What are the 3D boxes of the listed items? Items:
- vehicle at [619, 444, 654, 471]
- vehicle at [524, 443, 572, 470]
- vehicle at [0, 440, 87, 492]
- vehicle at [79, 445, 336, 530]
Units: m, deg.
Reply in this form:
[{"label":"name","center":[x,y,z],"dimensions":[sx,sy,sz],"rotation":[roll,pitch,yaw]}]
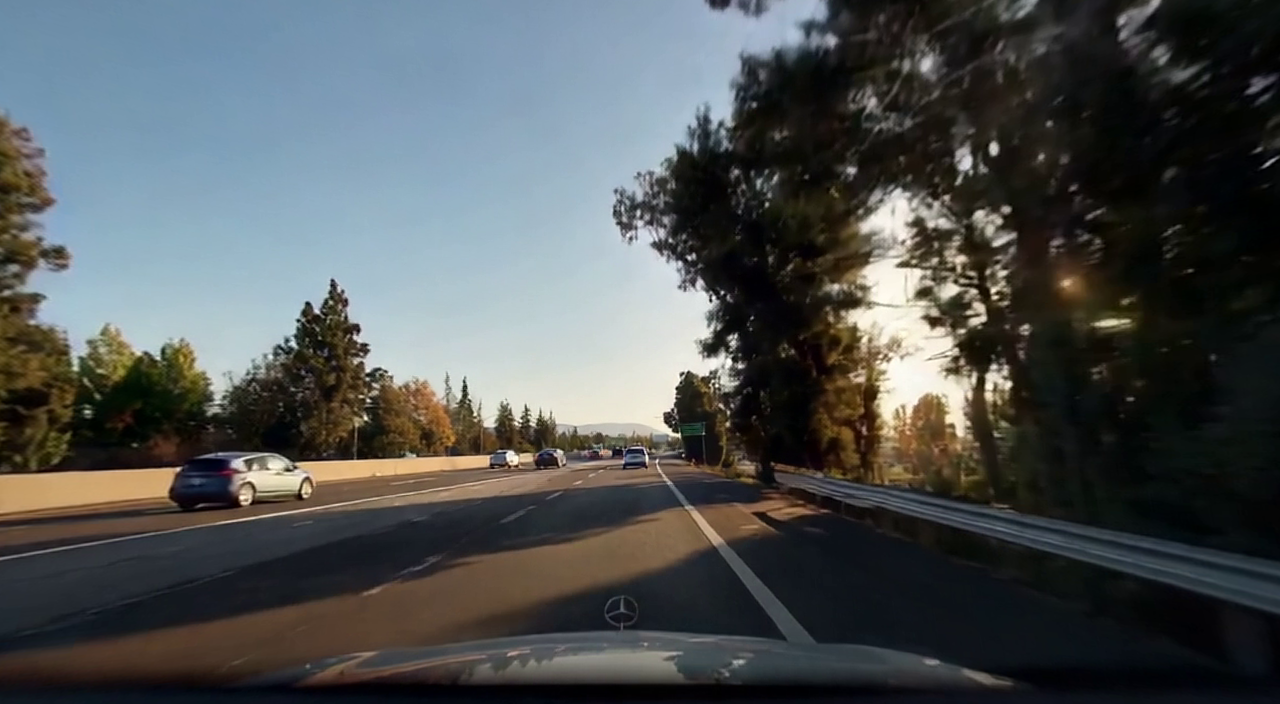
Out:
[{"label":"vehicle","center":[-0.180,7.031,42.391],"dimensions":[2.179,1.742,4.396],"rotation":[-1,-8,1]},{"label":"vehicle","center":[-7.086,8.108,49.344],"dimensions":[2.397,1.911,5.596],"rotation":[-1,-8,5]},{"label":"vehicle","center":[-33.308,6.000,33.442],"dimensions":[2.542,2.590,5.629],"rotation":[-1,-8,5]},{"label":"vehicle","center":[-9.382,2.919,14.413],"dimensions":[2.102,1.562,4.884],"rotation":[-1,-8,5]}]
